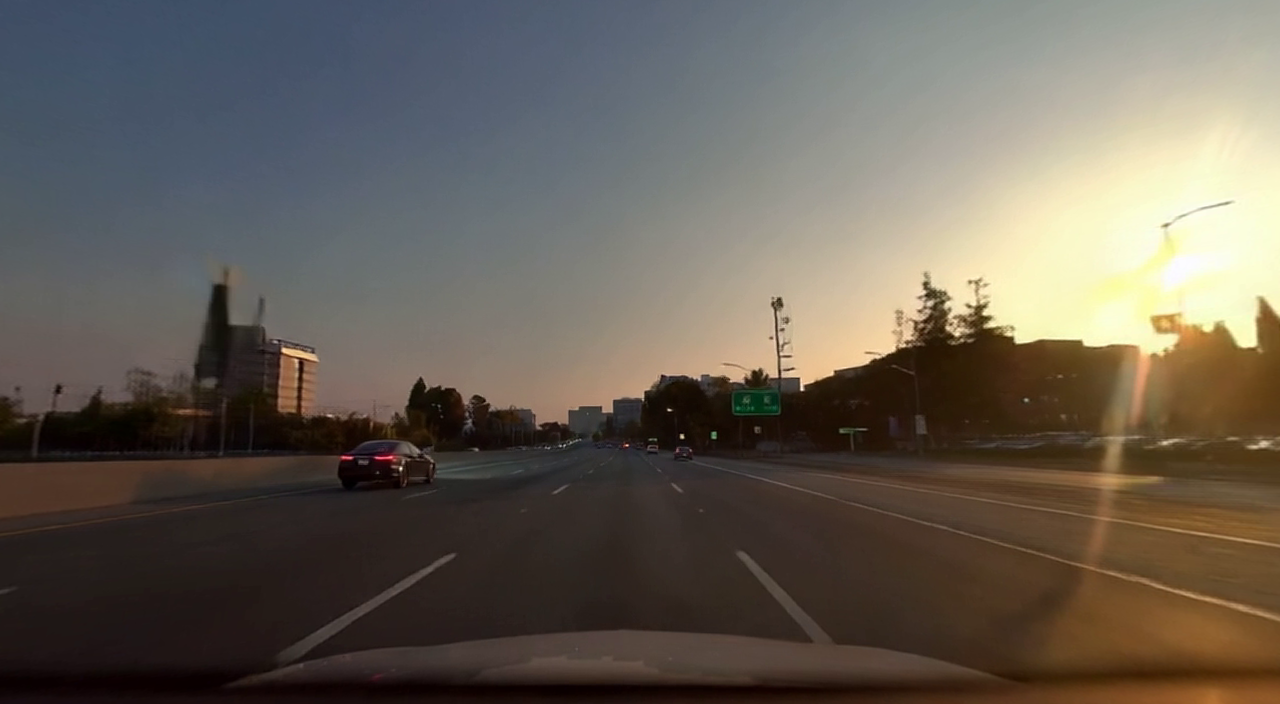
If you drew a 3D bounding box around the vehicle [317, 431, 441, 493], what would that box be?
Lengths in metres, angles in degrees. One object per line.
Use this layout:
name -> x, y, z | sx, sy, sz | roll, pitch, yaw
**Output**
vehicle -> -8.026, 3.406, 19.966 | 2.089, 1.724, 4.327 | 0, -9, -1
